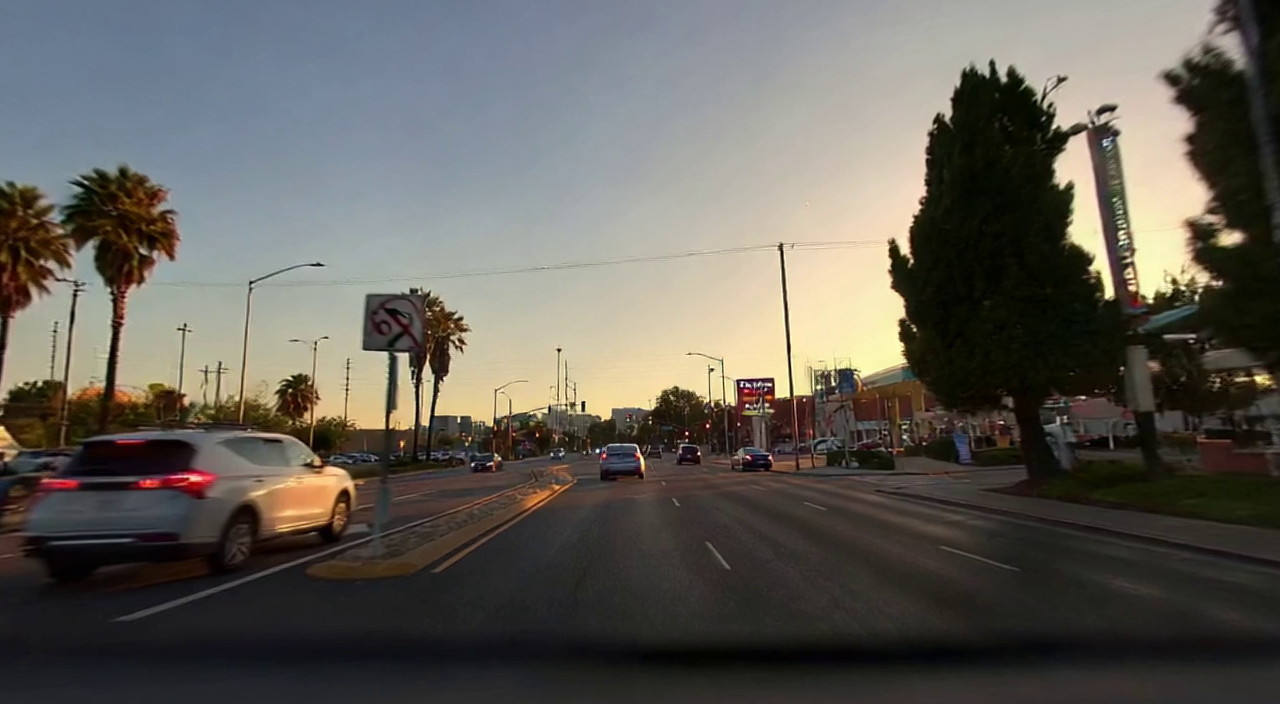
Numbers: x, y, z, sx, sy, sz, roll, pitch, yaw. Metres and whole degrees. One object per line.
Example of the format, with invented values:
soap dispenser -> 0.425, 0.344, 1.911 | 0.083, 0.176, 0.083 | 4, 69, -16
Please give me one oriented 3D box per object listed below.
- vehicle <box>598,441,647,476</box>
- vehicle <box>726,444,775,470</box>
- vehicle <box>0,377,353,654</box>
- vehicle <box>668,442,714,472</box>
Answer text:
vehicle -> -0.810, 4.947, 29.662 | 2.160, 1.508, 4.319 | 0, -9, -1
vehicle -> 6.614, 6.359, 38.473 | 1.922, 1.461, 4.868 | 0, -9, -2
vehicle -> -5.274, 1.488, 6.829 | 2.158, 1.820, 5.284 | -1, -8, -3
vehicle -> 2.727, 5.708, 34.594 | 2.060, 1.471, 4.168 | 0, -9, -1
